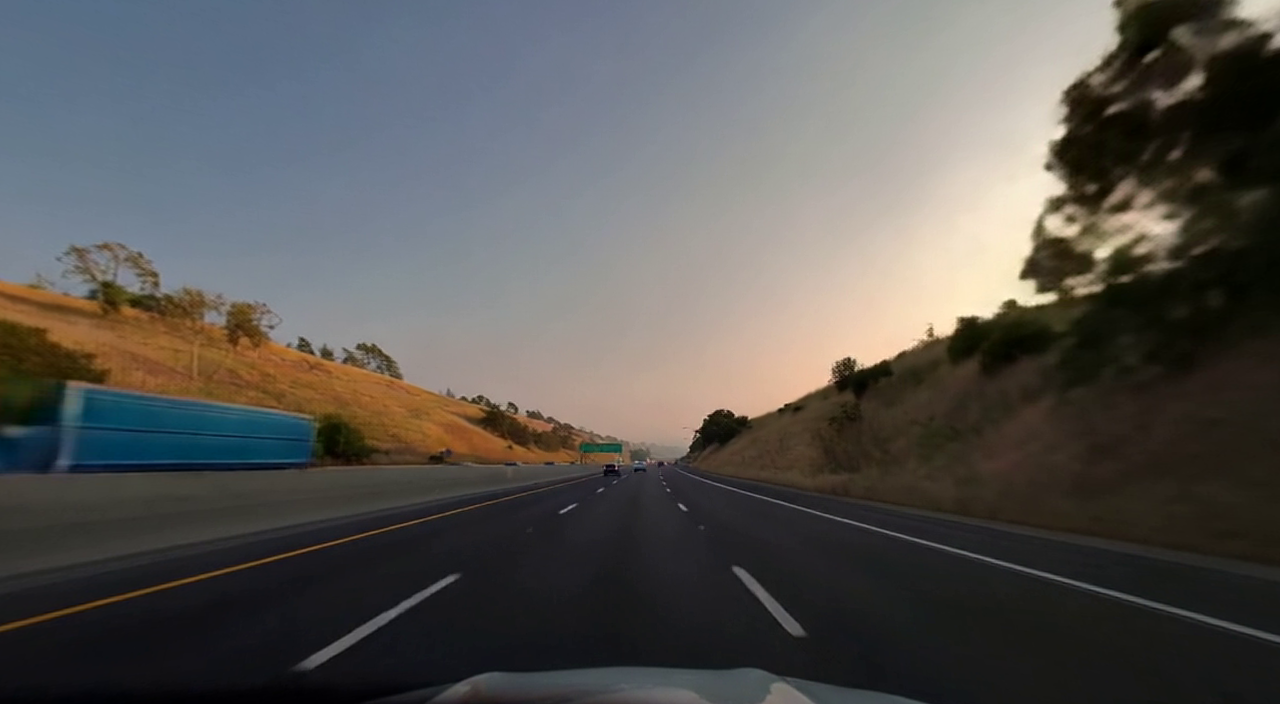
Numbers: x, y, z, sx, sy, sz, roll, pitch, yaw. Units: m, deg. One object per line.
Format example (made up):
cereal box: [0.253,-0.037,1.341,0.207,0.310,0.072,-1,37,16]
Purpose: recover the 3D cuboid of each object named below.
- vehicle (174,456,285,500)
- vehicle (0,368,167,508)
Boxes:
vehicle: [-15.480,4.769,24.038,1.690,1.505,3.744,1,-11,-1]
vehicle: [-19.689,2.954,20.903,2.984,3.962,5.856,1,-11,1]
